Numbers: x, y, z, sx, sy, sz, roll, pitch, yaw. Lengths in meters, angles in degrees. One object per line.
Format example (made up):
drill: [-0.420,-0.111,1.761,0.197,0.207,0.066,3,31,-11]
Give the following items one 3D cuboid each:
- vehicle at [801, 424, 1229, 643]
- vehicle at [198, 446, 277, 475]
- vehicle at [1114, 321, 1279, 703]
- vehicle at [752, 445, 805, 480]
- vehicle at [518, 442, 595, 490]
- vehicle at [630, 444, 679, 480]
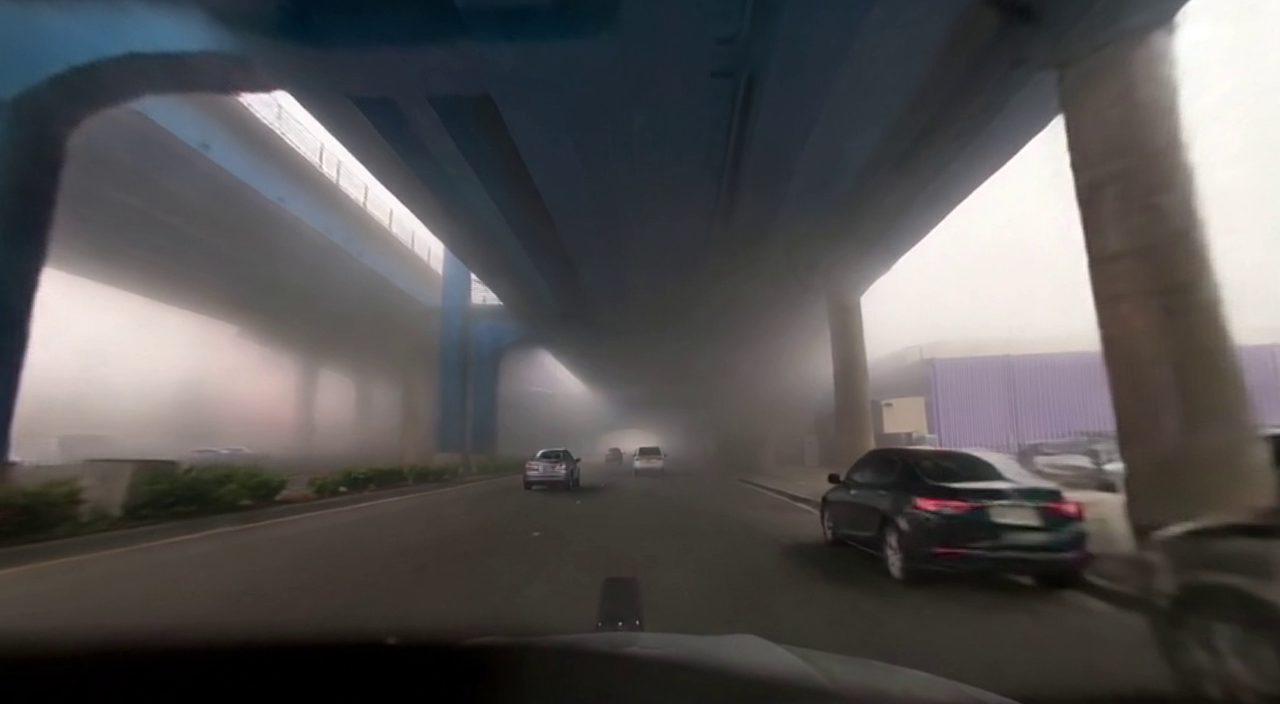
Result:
vehicle: [3.386,1.713,7.115,2.090,1.575,4.690,0,-9,2]
vehicle: [-27.588,7.442,43.575,2.174,1.824,4.764,1,-9,2]
vehicle: [3.336,0.575,0.872,2.043,1.796,4.242,0,-9,1]
vehicle: [6.905,5.524,31.817,2.023,1.627,3.971,0,-9,4]
vehicle: [-2.897,4.072,22.869,2.024,1.533,4.549,0,-9,2]
vehicle: [0.684,5.151,29.679,2.155,1.571,3.734,0,-9,2]
